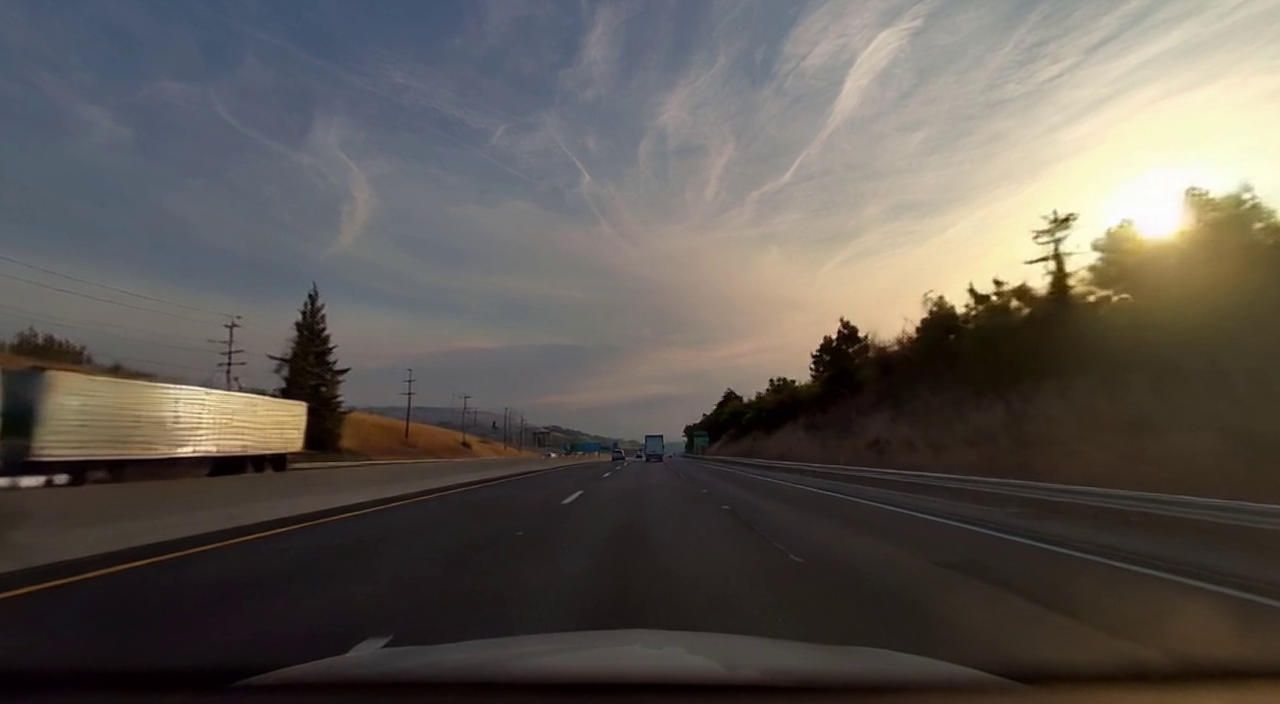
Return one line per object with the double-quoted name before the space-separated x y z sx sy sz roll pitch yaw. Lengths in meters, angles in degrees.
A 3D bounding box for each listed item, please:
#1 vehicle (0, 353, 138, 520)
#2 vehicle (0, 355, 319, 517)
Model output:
"vehicle" -16.941 2.173 16.149 3.004 3.988 5.943 0 -9 0
"vehicle" -16.927 3.165 23.070 2.899 4.090 14.001 0 -9 1
